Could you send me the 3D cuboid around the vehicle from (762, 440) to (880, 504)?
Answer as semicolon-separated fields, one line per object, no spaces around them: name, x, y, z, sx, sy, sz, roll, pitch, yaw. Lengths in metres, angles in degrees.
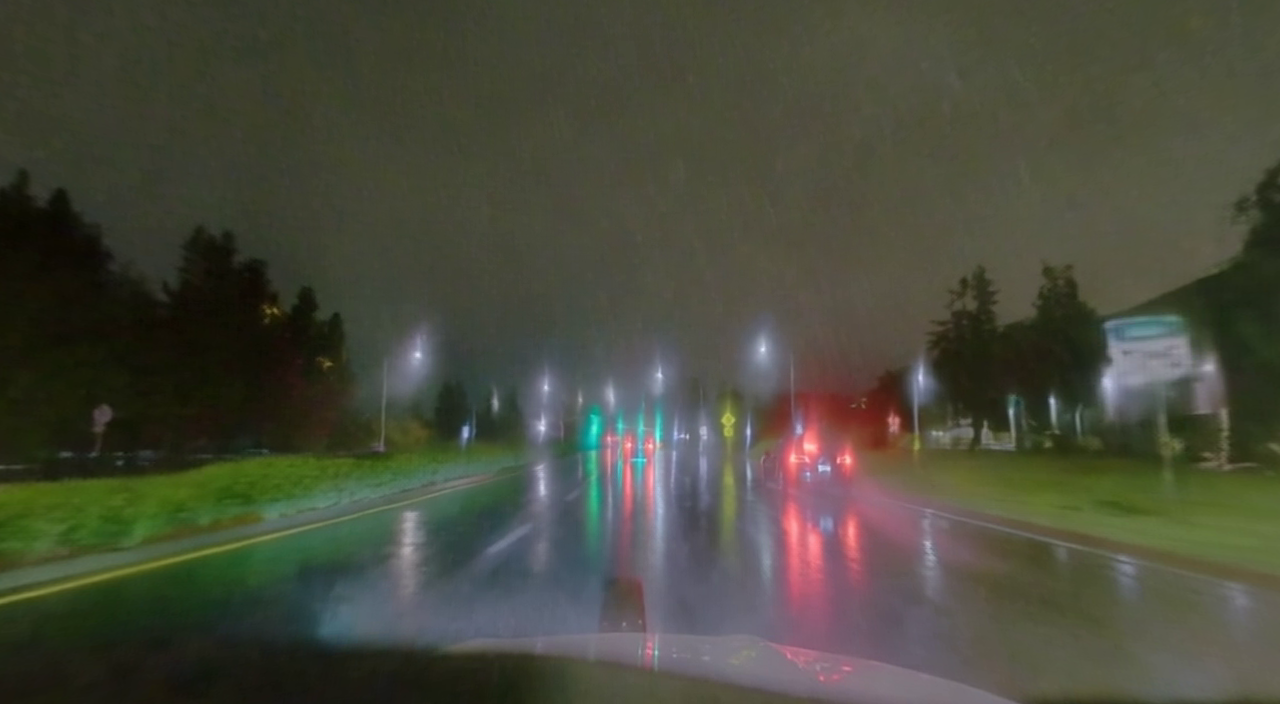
vehicle;4.759;3.192;17.196;1.913;1.516;4.322;0;-9;0
